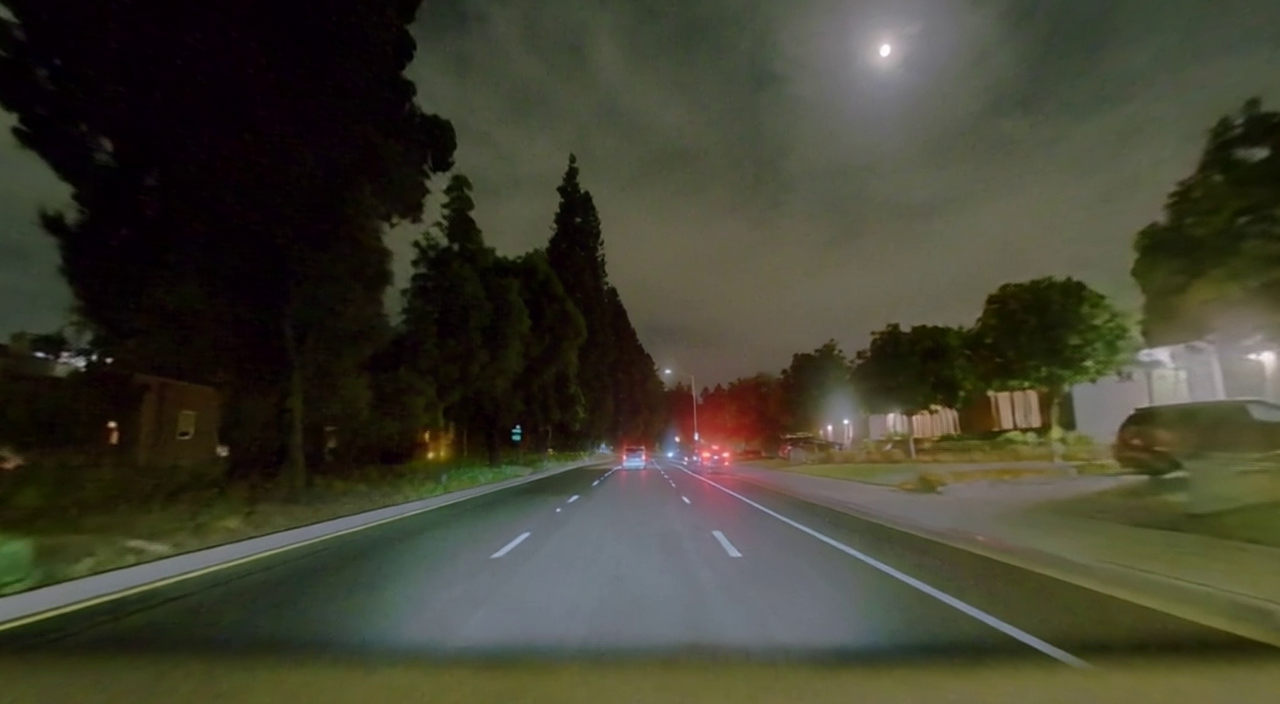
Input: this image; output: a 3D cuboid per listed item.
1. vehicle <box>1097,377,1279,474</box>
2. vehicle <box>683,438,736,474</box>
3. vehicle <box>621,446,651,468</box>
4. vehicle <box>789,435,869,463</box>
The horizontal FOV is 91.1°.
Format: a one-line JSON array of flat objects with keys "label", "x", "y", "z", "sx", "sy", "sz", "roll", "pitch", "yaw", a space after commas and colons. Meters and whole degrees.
[{"label": "vehicle", "x": 13.085, "y": 1.614, "z": 13.514, "sx": 4.739, "sy": 1.918, "sz": 2.071, "roll": 0, "pitch": -9, "yaw": 3}, {"label": "vehicle", "x": 3.864, "y": 5.870, "z": 35.718, "sx": 2.203, "sy": 1.828, "sz": 5.336, "roll": 0, "pitch": -9, "yaw": -2}, {"label": "vehicle", "x": -0.245, "y": 7.516, "z": 45.041, "sx": 2.054, "sy": 1.456, "sz": 4.003, "roll": 0, "pitch": -8, "yaw": 0}, {"label": "vehicle", "x": 12.823, "y": 6.593, "z": 42.800, "sx": 4.694, "sy": 1.622, "sz": 2.067, "roll": -2, "pitch": -7, "yaw": 0}]
